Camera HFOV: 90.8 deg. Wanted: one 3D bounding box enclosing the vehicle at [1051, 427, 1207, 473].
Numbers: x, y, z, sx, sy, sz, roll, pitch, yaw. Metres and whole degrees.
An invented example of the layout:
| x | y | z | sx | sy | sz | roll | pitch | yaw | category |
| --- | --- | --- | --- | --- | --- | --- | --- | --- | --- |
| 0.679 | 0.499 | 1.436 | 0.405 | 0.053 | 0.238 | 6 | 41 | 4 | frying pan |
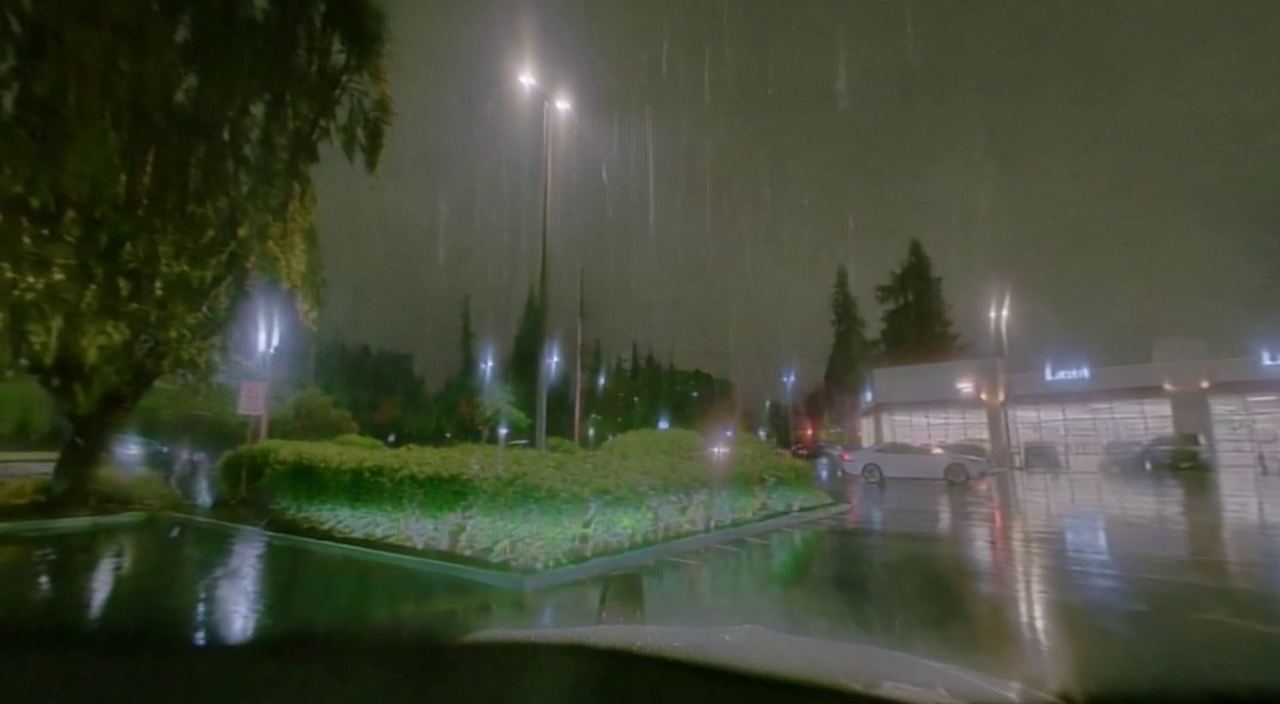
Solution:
| x | y | z | sx | sy | sz | roll | pitch | yaw | category |
| --- | --- | --- | --- | --- | --- | --- | --- | --- | --- |
| 20.619 | 4.190 | 26.901 | 4.939 | 1.664 | 2.055 | -8 | -8 | 35 | vehicle |

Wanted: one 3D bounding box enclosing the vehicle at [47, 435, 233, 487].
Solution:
| x | y | z | sx | sy | sz | roll | pitch | yaw | category |
| --- | --- | --- | --- | --- | --- | --- | --- | --- | --- |
| -17.725 | 3.848 | 22.654 | 1.921 | 1.632 | 4.752 | -7 | -11 | 36 | vehicle |

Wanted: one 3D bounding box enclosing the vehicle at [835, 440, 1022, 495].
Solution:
| x | y | z | sx | sy | sz | roll | pitch | yaw | category |
| --- | --- | --- | --- | --- | --- | --- | --- | --- | --- |
| 8.663 | 3.444 | 19.215 | 4.772 | 1.441 | 1.976 | -7 | -11 | 36 | vehicle |

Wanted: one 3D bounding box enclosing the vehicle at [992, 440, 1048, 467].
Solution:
| x | y | z | sx | sy | sz | roll | pitch | yaw | category |
| --- | --- | --- | --- | --- | --- | --- | --- | --- | --- |
| 21.177 | 5.627 | 35.169 | 2.190 | 1.441 | 3.759 | -7 | -11 | 36 | vehicle |
